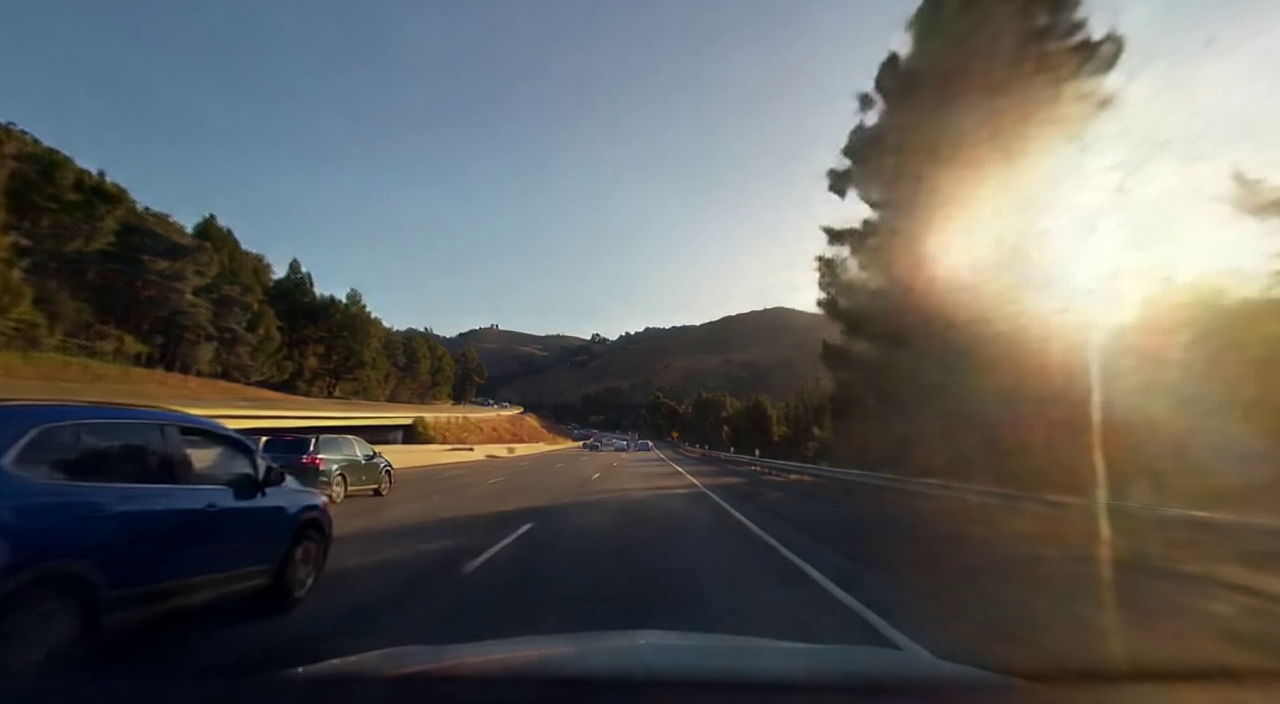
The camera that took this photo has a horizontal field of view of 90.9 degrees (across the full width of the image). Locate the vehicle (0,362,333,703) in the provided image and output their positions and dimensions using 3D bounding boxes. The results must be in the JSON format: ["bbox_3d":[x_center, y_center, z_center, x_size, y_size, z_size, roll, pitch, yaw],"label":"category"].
[{"bbox_3d":[-3.620,0.965,3.153,1.983,1.663,4.290,0,-9,0],"label":"vehicle"}]
